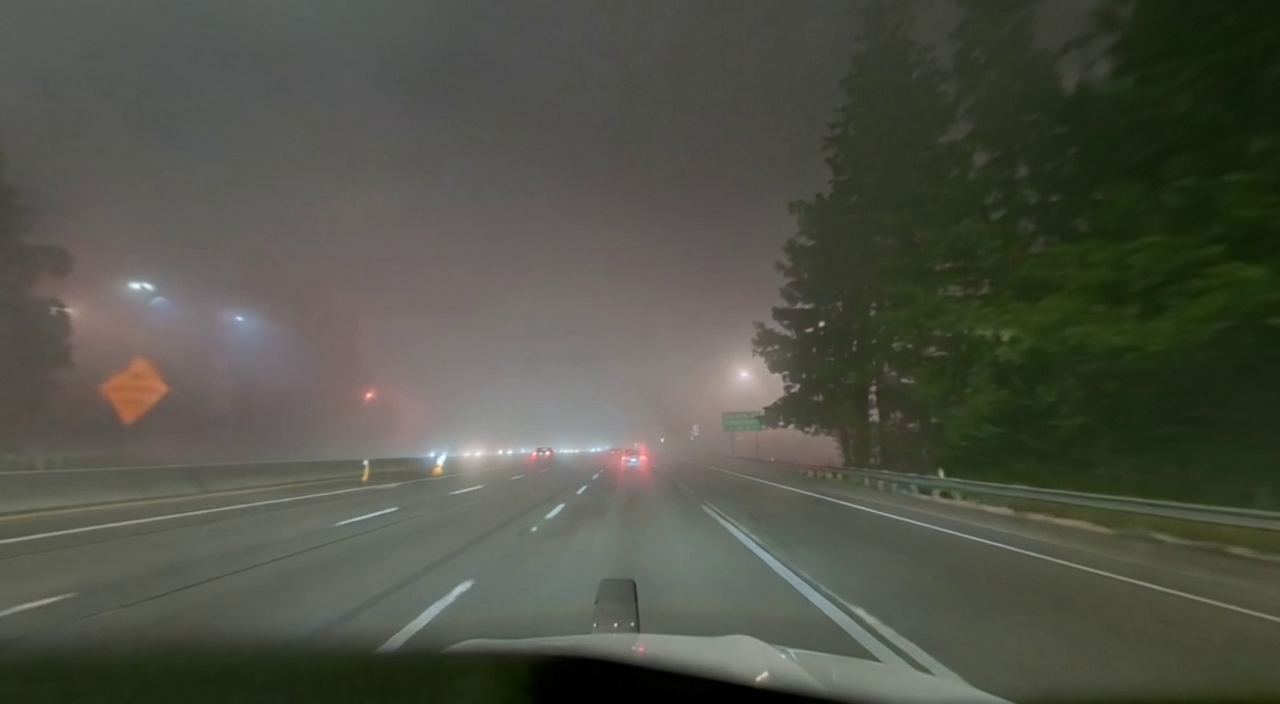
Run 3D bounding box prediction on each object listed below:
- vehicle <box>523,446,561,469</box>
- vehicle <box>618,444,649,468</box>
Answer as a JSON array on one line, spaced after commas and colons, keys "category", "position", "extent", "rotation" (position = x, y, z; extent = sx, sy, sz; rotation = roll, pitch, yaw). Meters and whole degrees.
[{"category": "vehicle", "position": [-6.734, 7.278, 43.722], "extent": [1.997, 1.507, 4.248], "rotation": [0, -9, 0]}, {"category": "vehicle", "position": [-0.446, 7.385, 44.999], "extent": [2.109, 1.638, 3.856], "rotation": [0, -9, -1]}]
